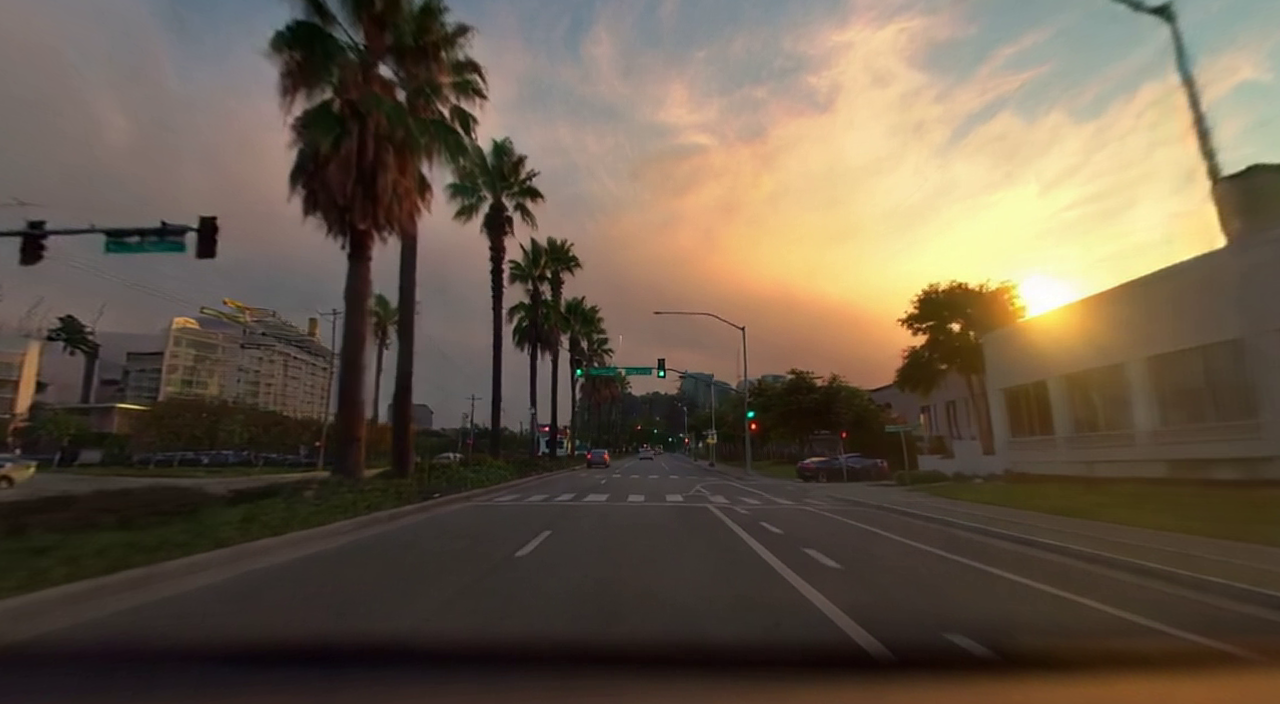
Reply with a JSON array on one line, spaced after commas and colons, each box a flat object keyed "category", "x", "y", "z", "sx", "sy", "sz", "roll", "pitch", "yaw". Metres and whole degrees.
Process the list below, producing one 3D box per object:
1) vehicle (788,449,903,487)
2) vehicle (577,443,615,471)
[{"category": "vehicle", "x": 8.783, "y": 5.006, "z": 27.317, "sx": 4.509, "sy": 1.520, "sz": 1.952, "roll": -1, "pitch": -9, "yaw": 11}, {"category": "vehicle", "x": -2.932, "y": 7.212, "z": 43.386, "sx": 2.116, "sy": 1.806, "sz": 4.516, "roll": 0, "pitch": -9, "yaw": 2}]
